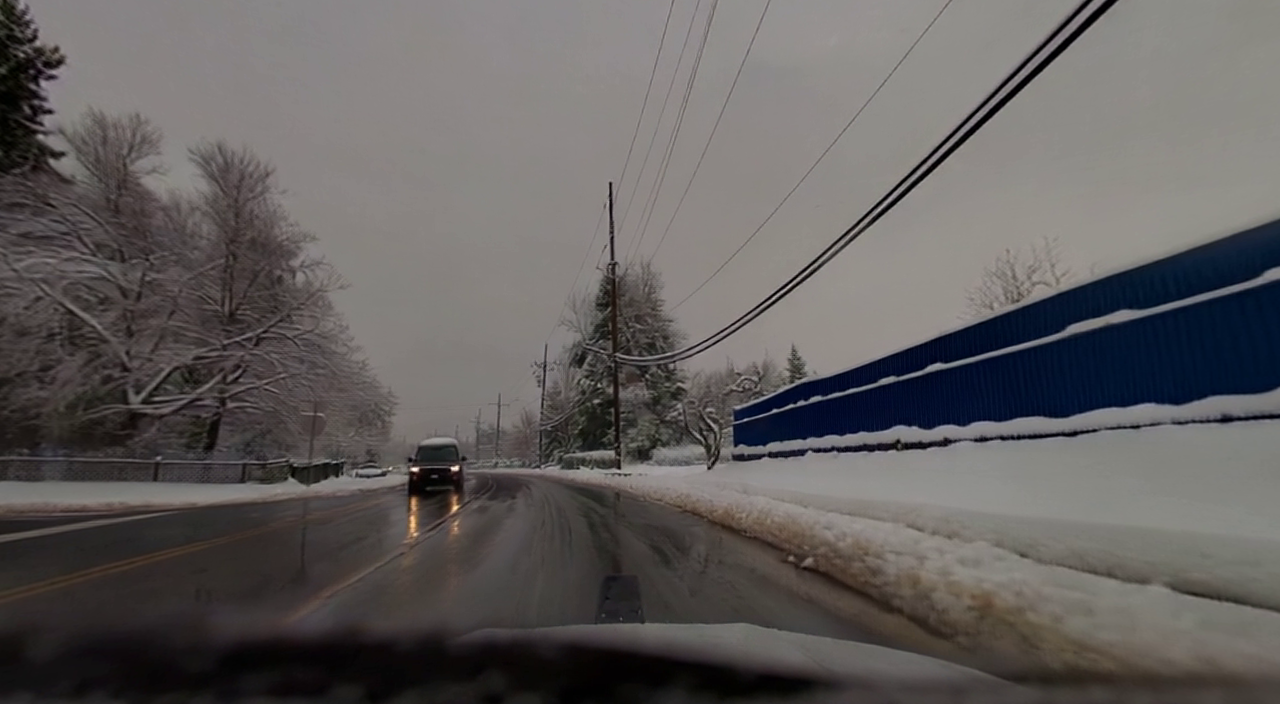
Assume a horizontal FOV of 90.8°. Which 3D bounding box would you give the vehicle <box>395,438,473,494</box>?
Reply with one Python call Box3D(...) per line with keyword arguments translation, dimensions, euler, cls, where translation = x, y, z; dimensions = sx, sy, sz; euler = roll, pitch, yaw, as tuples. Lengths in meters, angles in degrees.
Box3D(translation=(-7.671, 4.273, 24.007), dimensions=(2.185, 1.901, 4.177), euler=(1, -9, -10), cls="vehicle")
